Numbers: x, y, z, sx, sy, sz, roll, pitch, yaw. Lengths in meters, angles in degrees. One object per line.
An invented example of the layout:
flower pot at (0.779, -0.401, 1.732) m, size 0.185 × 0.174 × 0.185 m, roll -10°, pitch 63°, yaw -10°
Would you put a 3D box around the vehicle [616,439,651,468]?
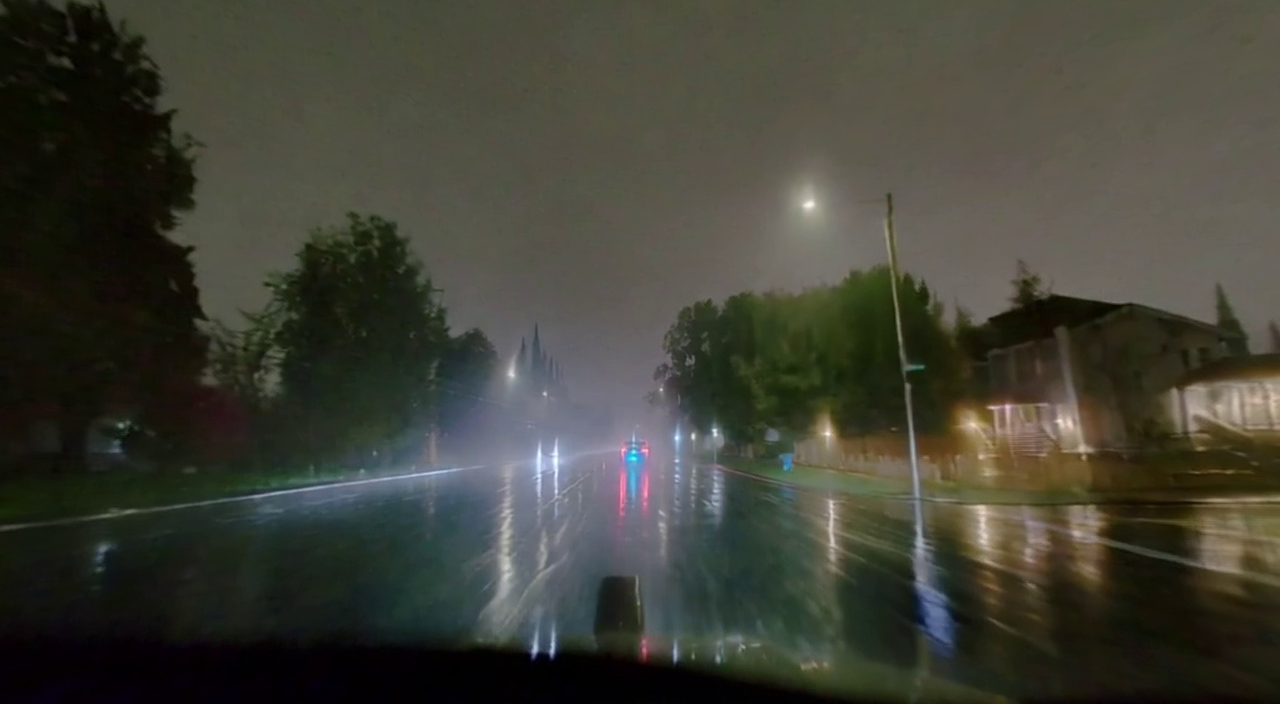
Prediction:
vehicle at (-0.487, 6.813, 42.612) m, size 2.230 × 1.827 × 4.298 m, roll 0°, pitch -8°, yaw -2°
